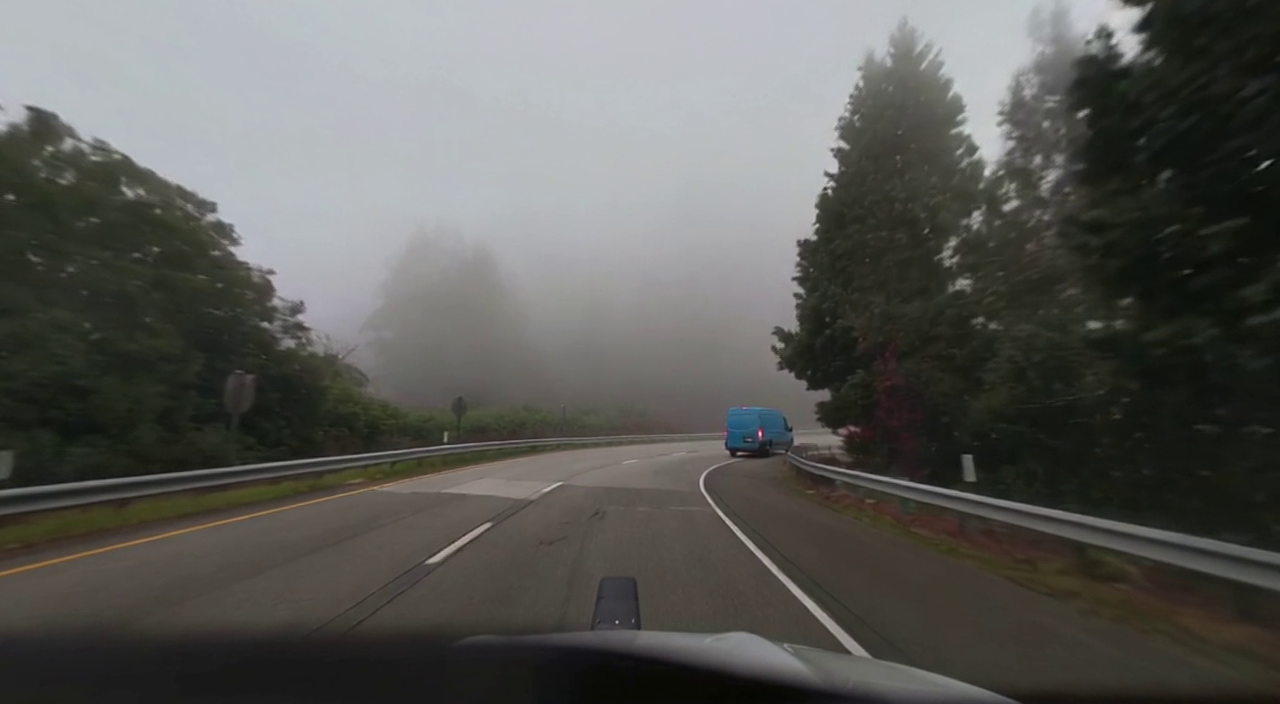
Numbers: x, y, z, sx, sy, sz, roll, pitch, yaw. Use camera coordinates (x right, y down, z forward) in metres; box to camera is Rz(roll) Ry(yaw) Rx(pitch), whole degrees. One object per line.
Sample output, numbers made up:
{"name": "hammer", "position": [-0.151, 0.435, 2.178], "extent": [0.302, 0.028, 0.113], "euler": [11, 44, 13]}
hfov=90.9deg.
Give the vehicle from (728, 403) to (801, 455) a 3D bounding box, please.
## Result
{"name": "vehicle", "position": [6.898, 4.222, 34.474], "extent": [2.352, 2.577, 5.330], "euler": [-4, -9, 29]}
